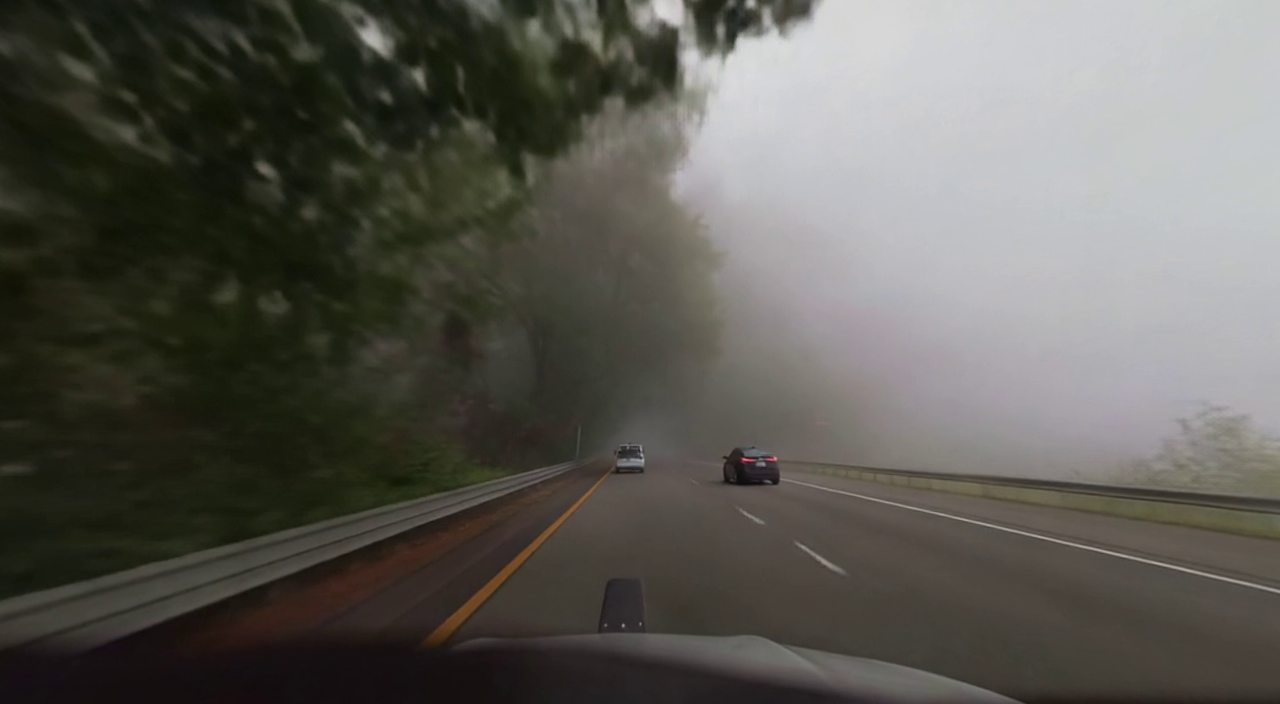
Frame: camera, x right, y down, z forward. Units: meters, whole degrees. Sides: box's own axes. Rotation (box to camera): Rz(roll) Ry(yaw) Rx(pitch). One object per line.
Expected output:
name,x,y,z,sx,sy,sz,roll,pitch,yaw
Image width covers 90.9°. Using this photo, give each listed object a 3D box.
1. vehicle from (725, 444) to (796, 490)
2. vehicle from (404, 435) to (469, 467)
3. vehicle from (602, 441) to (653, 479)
vehicle,4.142,3.988,22.152,1.757,1.459,3.398,0,-9,-1
vehicle,-11.346,5.583,35.507,2.192,1.677,4.473,0,-9,0
vehicle,-0.538,4.850,28.406,2.120,1.575,4.018,0,-9,0
